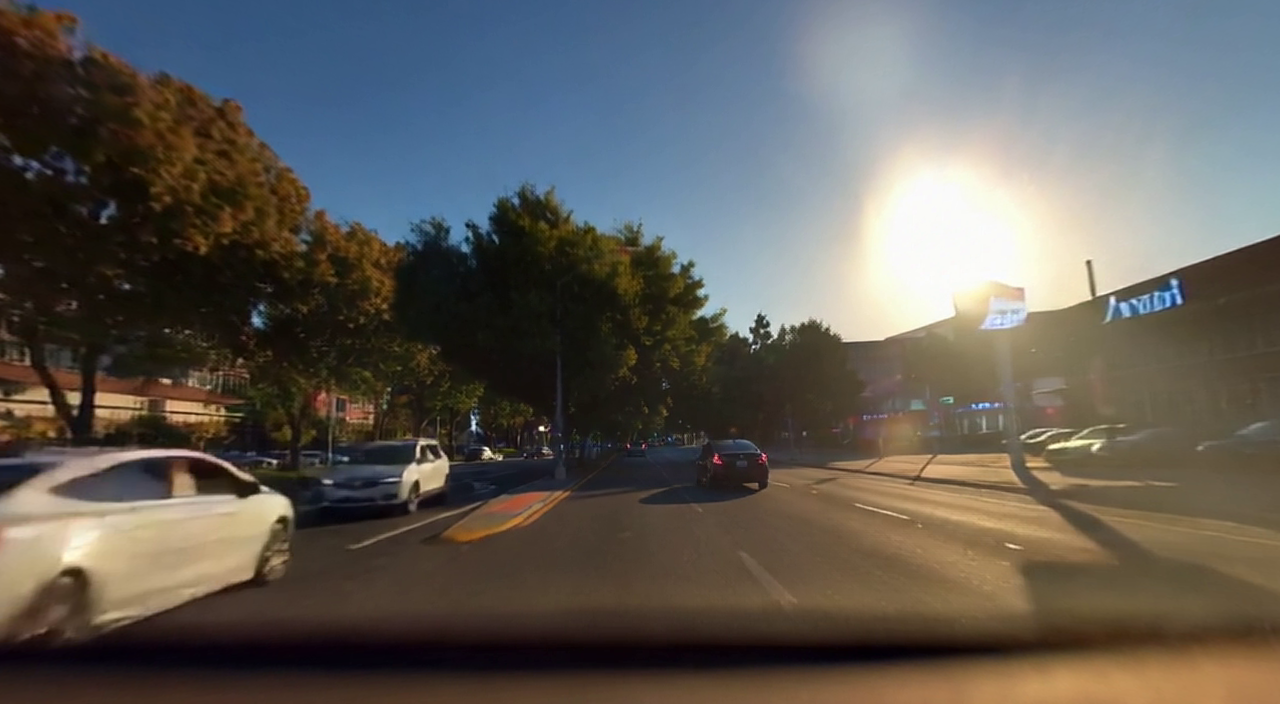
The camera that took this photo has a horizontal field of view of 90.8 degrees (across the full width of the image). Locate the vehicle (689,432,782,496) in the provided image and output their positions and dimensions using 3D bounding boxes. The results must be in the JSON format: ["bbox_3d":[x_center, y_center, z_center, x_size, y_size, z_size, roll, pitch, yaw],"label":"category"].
[{"bbox_3d":[2.708,3.296,18.997,1.963,1.677,4.229,0,-9,-2],"label":"vehicle"}]

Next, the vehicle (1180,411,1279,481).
[{"bbox_3d":[17.346,2.564,17.370,4.504,1.690,2.179,3,-11,-30],"label":"vehicle"}]

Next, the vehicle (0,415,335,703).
[{"bbox_3d":[-4.198,1.406,5.080,1.905,1.471,4.302,-1,-9,-8],"label":"vehicle"}]

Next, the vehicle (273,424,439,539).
[{"bbox_3d":[-5.117,2.372,12.145,2.134,1.660,4.625,0,-9,-14],"label":"vehicle"}]

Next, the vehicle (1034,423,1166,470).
[{"bbox_3d":[17.559,3.591,24.122,4.591,1.645,1.914,4,-9,-24],"label":"vehicle"}]
